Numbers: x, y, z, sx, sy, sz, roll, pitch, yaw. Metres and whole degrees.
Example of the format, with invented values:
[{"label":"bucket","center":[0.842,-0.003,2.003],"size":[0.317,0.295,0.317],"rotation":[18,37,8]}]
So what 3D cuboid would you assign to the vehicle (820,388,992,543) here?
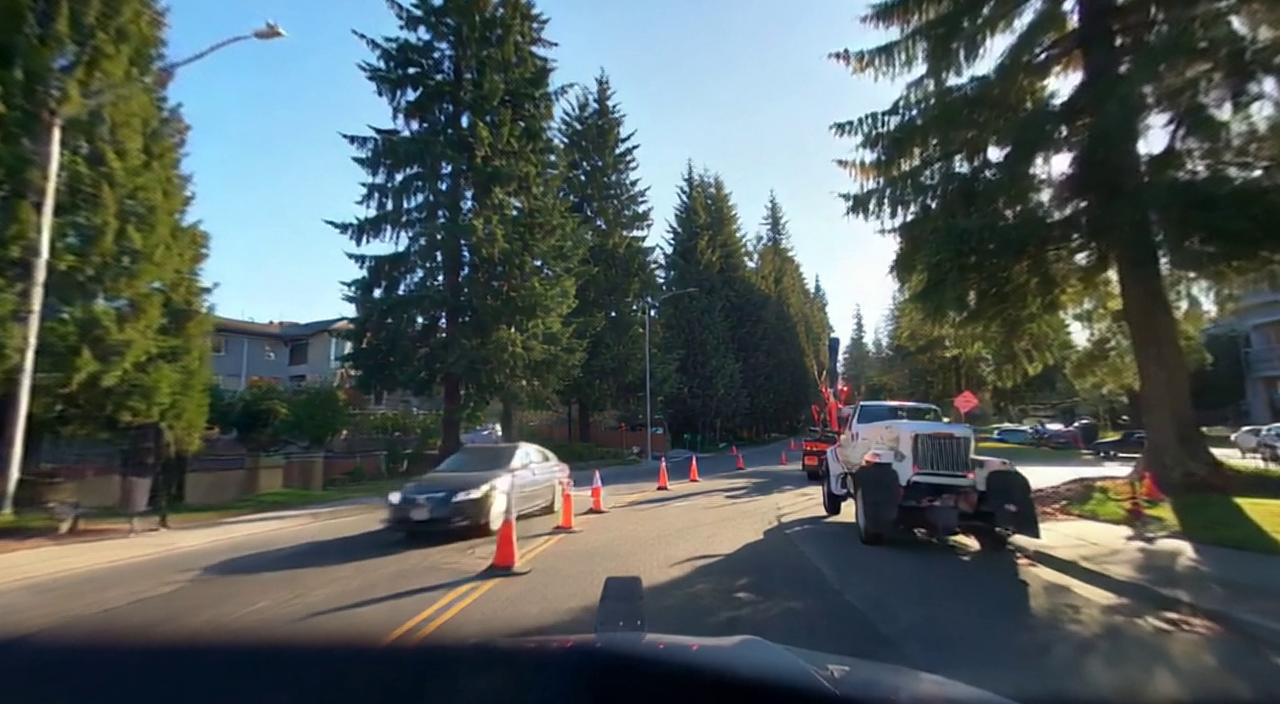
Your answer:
[{"label":"vehicle","center":[4.345,1.863,10.903],"size":[1.913,2.241,3.024],"rotation":[-2,-7,8]}]

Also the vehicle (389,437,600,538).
[{"label":"vehicle","center":[-2.323,2.296,11.548],"size":[1.933,1.428,4.449],"rotation":[-2,-8,14]}]
